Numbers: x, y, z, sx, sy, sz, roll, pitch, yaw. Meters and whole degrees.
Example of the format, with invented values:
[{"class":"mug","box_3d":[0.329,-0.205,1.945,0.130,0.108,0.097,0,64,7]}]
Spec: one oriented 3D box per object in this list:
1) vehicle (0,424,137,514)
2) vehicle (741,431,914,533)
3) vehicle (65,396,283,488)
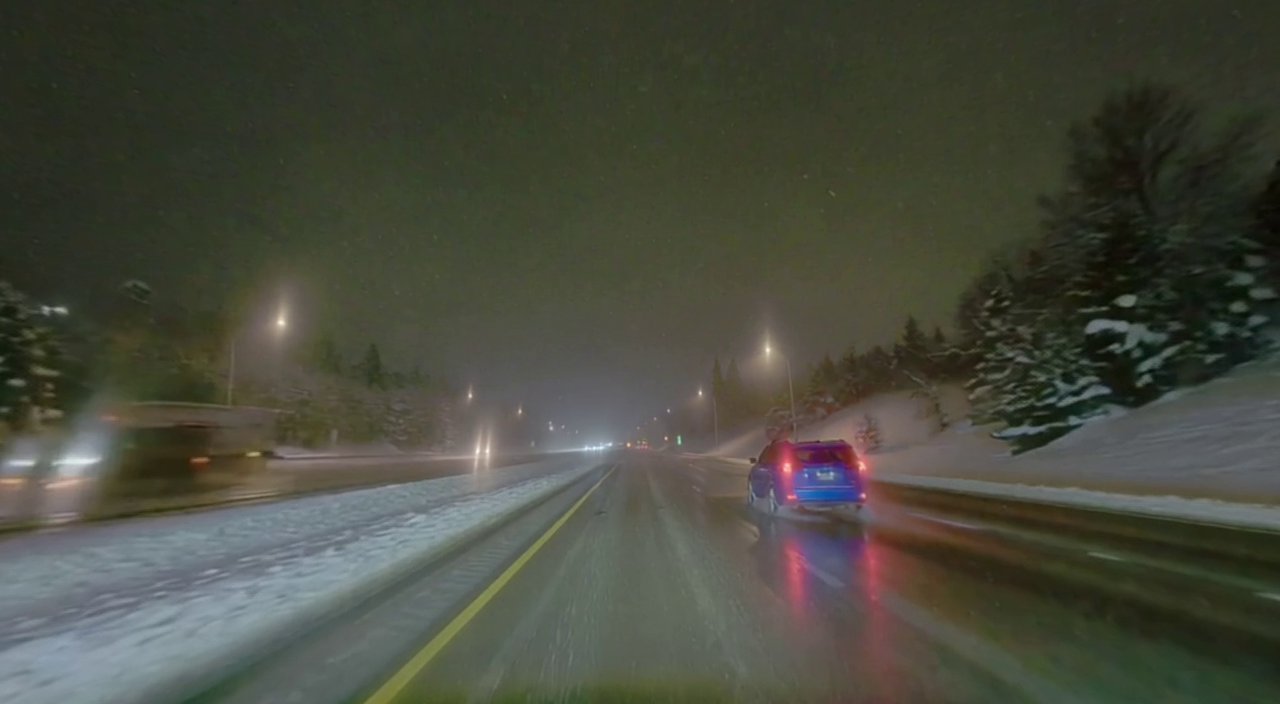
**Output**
[{"class":"vehicle","box_3d":[-12.365,2.255,12.203,1.859,1.584,3.912,0,-9,0]},{"class":"vehicle","box_3d":[3.384,2.436,12.340,2.002,1.604,4.265,0,-9,-1]},{"class":"vehicle","box_3d":[-16.363,3.308,22.873,2.475,2.795,7.128,0,-9,-1]}]
